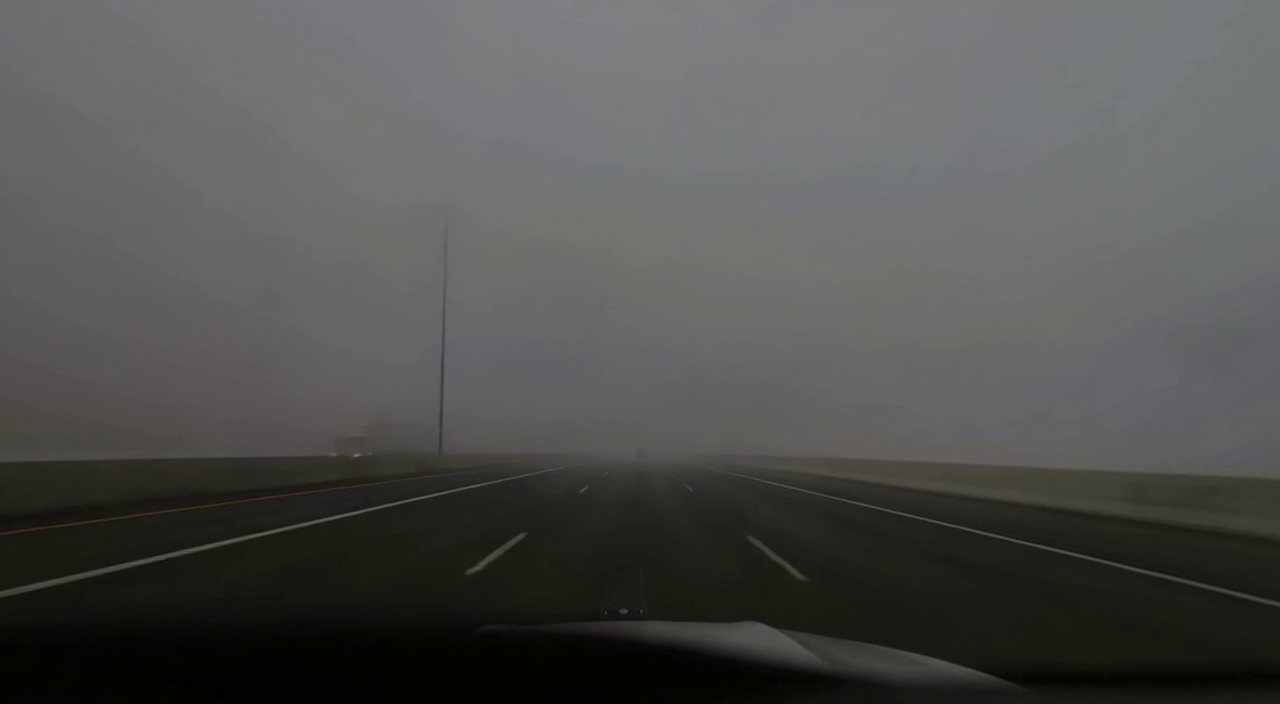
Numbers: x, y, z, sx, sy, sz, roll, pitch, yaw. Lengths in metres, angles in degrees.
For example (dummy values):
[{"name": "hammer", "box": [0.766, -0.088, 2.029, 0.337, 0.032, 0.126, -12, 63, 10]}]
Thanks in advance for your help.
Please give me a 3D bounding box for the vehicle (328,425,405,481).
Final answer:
[{"name": "vehicle", "box": [-19.428, 7.209, 45.170, 2.894, 3.573, 5.913, -3, -9, 0]}]
